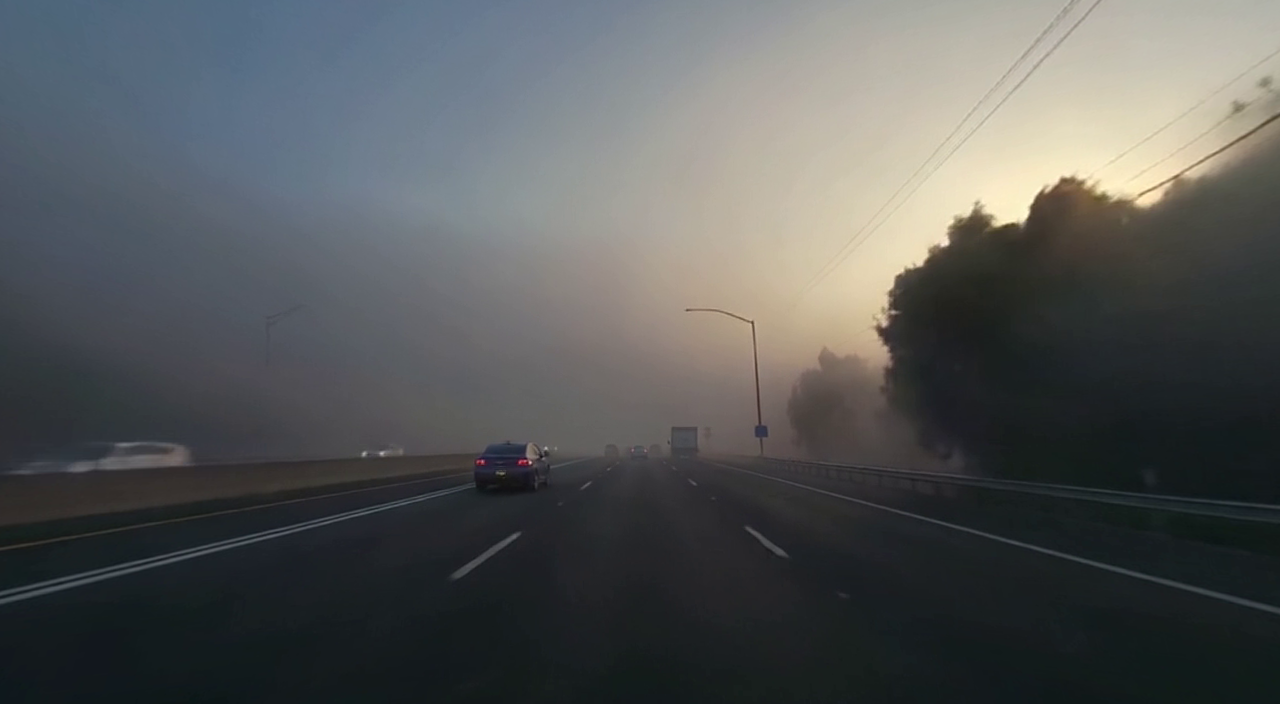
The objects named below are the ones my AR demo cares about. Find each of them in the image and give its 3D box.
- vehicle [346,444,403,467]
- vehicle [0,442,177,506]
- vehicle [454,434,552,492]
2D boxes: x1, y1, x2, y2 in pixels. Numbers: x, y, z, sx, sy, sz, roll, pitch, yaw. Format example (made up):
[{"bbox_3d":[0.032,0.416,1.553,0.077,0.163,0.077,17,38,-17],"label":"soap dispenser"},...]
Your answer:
[{"bbox_3d":[-18.870,7.353,45.029,1.926,1.571,4.680,0,-8,1],"label":"vehicle"},{"bbox_3d":[-15.016,3.181,16.927,1.890,1.476,4.274,0,-8,0],"label":"vehicle"},{"bbox_3d":[-4.229,3.499,20.222,2.064,1.642,4.389,0,-8,1],"label":"vehicle"}]
